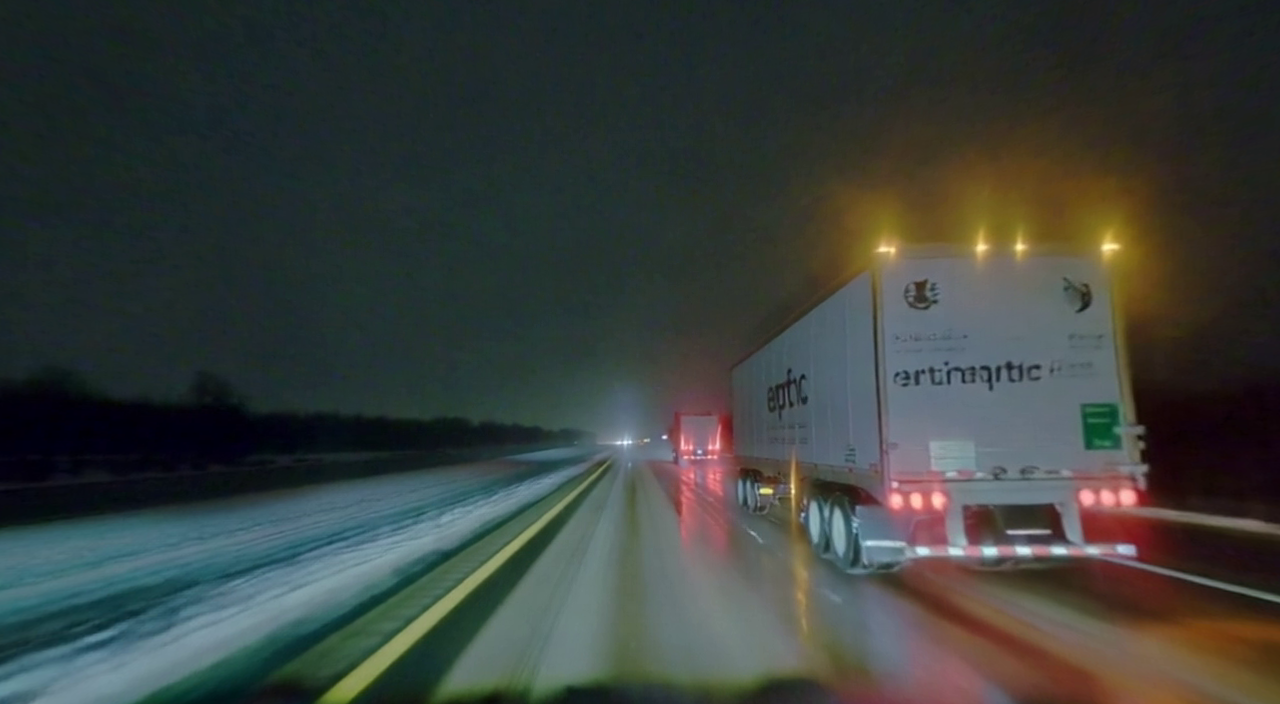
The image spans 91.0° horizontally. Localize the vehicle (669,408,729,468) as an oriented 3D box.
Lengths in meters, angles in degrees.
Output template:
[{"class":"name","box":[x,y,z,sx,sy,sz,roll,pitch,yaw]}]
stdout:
[{"class":"vehicle","box":[3.350,5.160,37.628,2.702,3.193,7.196,0,-8,-1]}]
